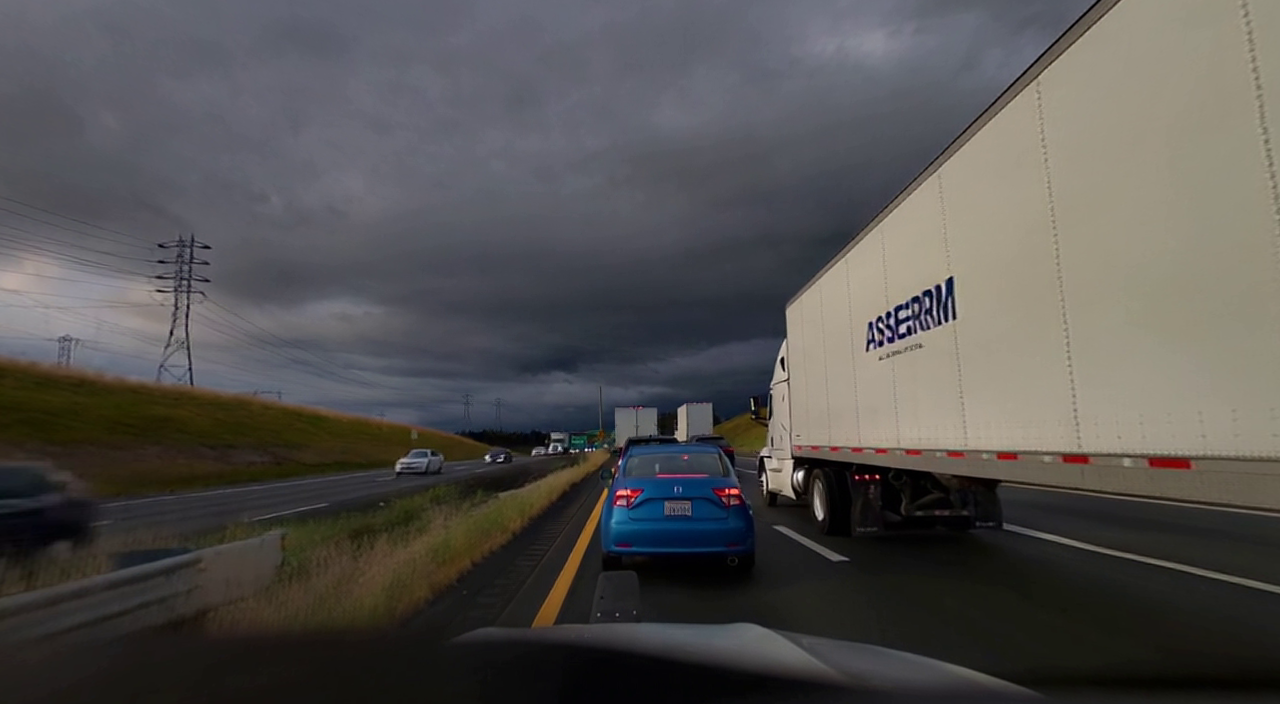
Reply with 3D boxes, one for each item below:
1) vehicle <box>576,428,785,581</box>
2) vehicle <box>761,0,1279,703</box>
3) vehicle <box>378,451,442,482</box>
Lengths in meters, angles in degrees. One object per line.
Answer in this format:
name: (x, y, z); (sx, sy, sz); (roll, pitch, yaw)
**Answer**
vehicle: (0.333, 1.745, 7.998); (2.045, 1.446, 3.597); (0, -8, -2)
vehicle: (4.132, 0.023, 5.018); (3.138, 4.065, 14.276); (0, -8, -1)
vehicle: (-12.401, 6.187, 34.226); (1.853, 1.445, 4.478); (0, -8, -1)
